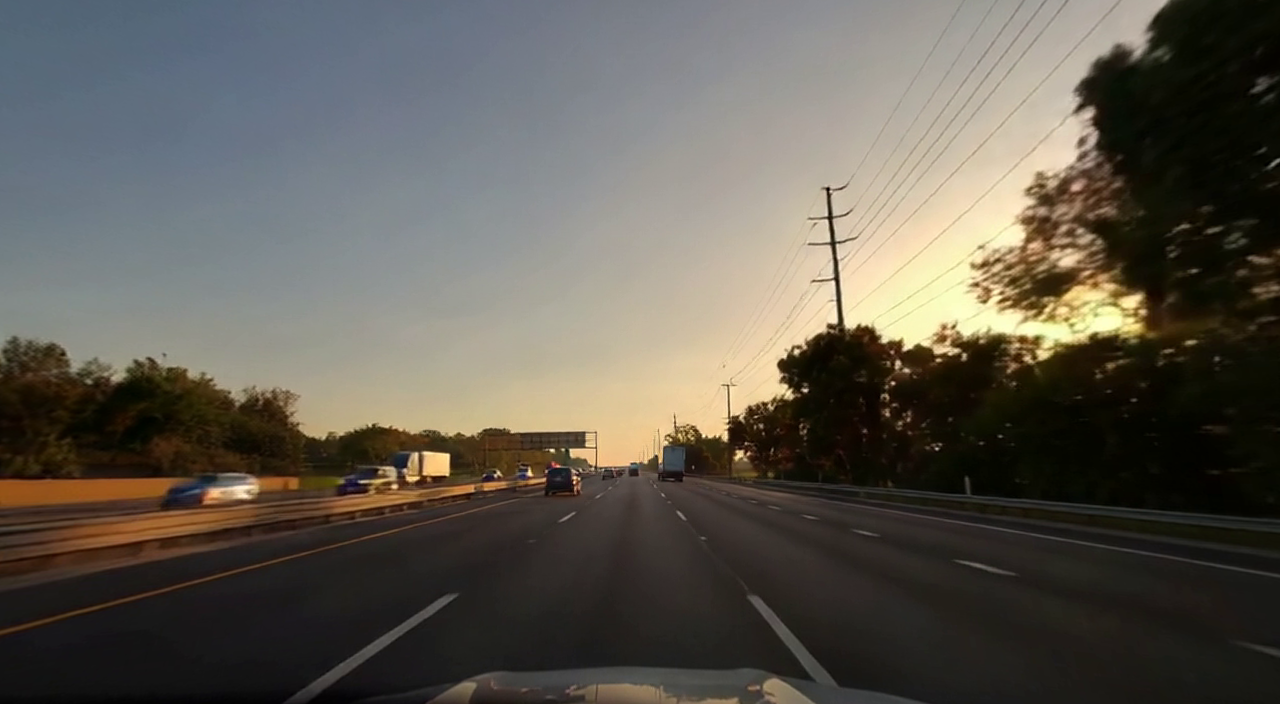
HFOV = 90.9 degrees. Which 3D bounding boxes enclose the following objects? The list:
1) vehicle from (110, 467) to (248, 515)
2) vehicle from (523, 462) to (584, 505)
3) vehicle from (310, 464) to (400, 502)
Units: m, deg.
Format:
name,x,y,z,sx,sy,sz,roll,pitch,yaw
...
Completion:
name,x,y,z,sx,sy,sz,roll,pitch,yaw
vehicle,-15.988,4.823,22.155,1.825,1.468,3.919,1,-11,0
vehicle,-3.495,5.417,26.191,1.942,1.597,3.943,1,-11,0
vehicle,-12.435,5.728,27.801,1.922,1.495,4.213,1,-11,0
